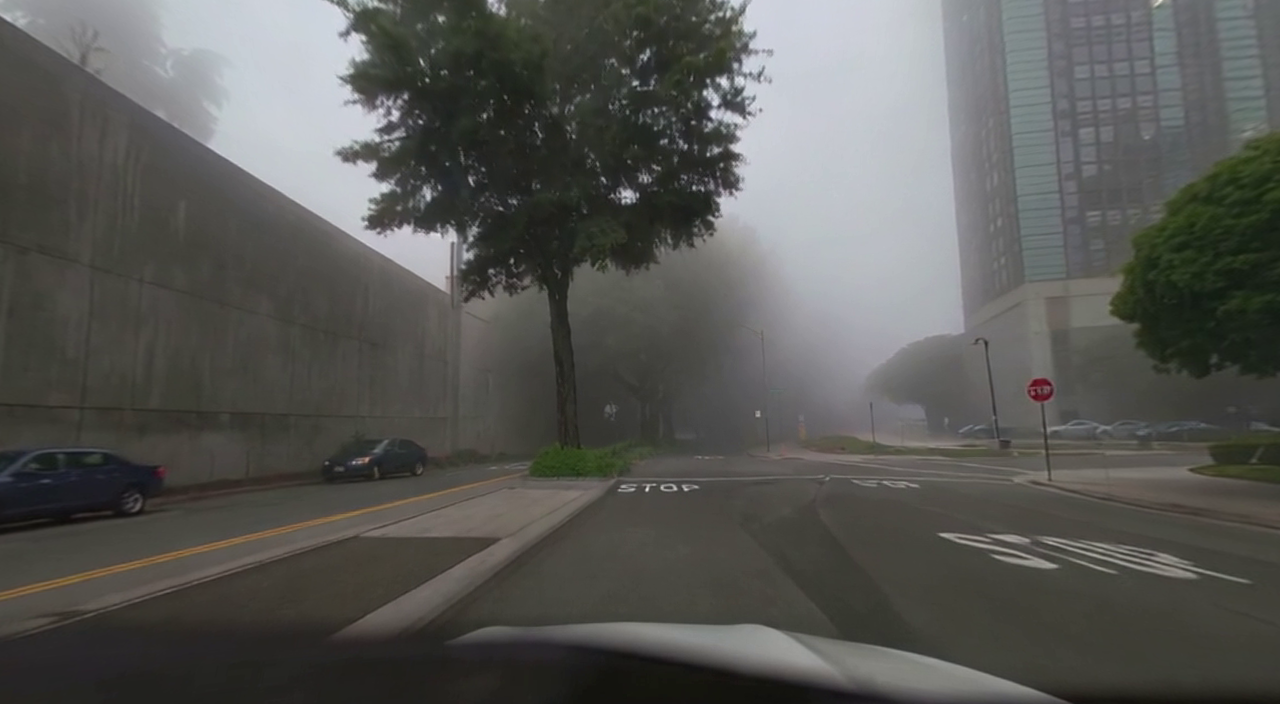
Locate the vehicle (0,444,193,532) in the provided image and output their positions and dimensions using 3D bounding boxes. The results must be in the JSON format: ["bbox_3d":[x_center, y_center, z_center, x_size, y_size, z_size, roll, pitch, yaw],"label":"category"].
[{"bbox_3d":[-11.166,2.420,11.515,4.421,1.446,2.053,3,-9,-20],"label":"vehicle"}]

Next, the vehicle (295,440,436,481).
[{"bbox_3d":[-10.582,4.152,24.404,4.694,1.447,2.137,5,-10,-29],"label":"vehicle"}]
